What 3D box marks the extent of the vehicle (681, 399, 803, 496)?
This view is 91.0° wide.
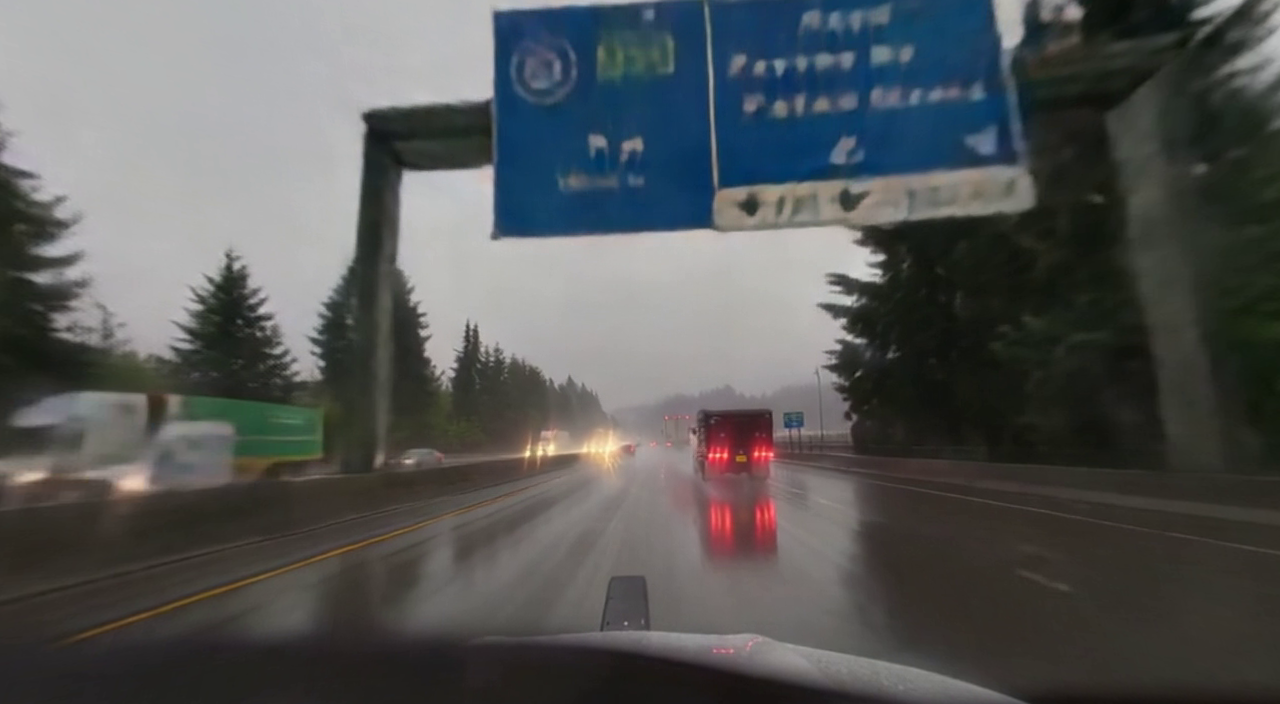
[{"bbox_3d":[2.788,2.871,19.169,2.677,2.439,6.402,0,-8,1],"label":"vehicle"}]

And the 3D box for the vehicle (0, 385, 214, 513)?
[{"bbox_3d":[-17.496,3.091,20.420,2.867,3.506,5.874,0,-8,2],"label":"vehicle"}]
